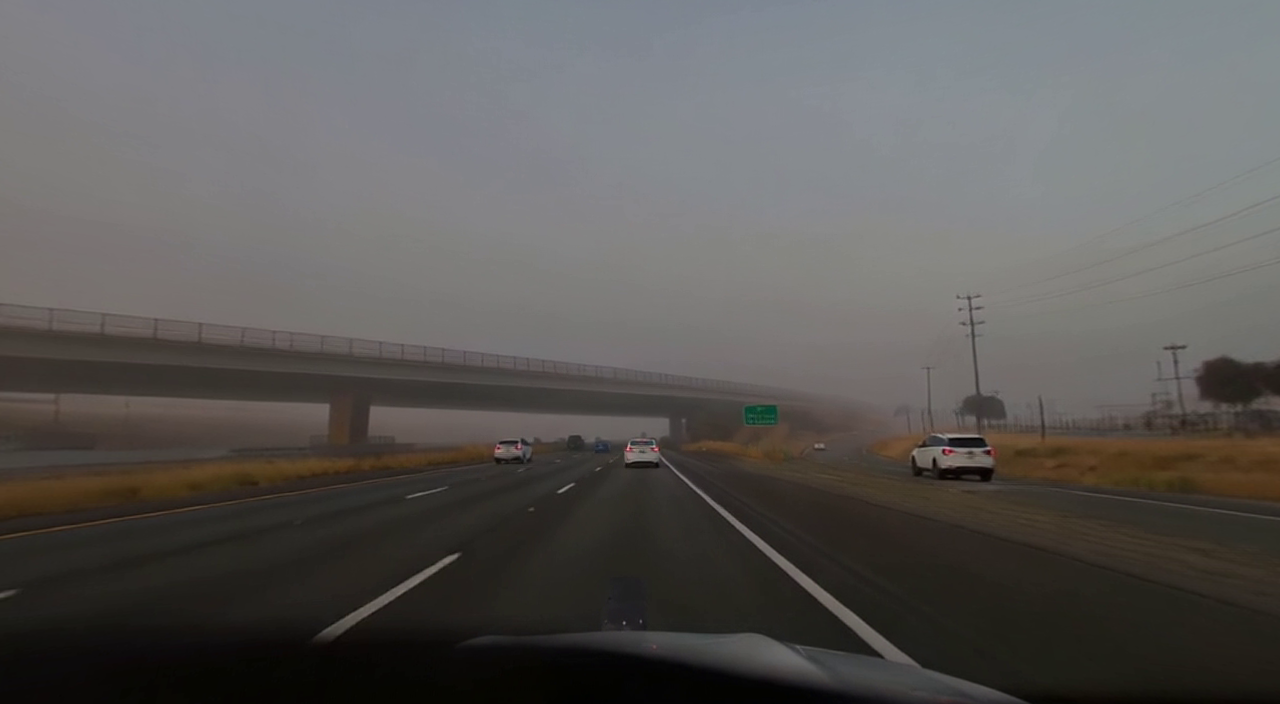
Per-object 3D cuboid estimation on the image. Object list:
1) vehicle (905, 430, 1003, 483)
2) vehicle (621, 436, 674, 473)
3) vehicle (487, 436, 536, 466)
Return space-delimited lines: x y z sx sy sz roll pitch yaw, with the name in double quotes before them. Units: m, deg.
"vehicle" 12.021 4.010 24.510 2.095 1.674 4.530 3 -8 8
"vehicle" 0.263 4.494 27.757 2.145 1.493 4.146 0 -9 -1
"vehicle" -7.679 5.953 38.132 2.067 1.682 4.388 0 -9 0
